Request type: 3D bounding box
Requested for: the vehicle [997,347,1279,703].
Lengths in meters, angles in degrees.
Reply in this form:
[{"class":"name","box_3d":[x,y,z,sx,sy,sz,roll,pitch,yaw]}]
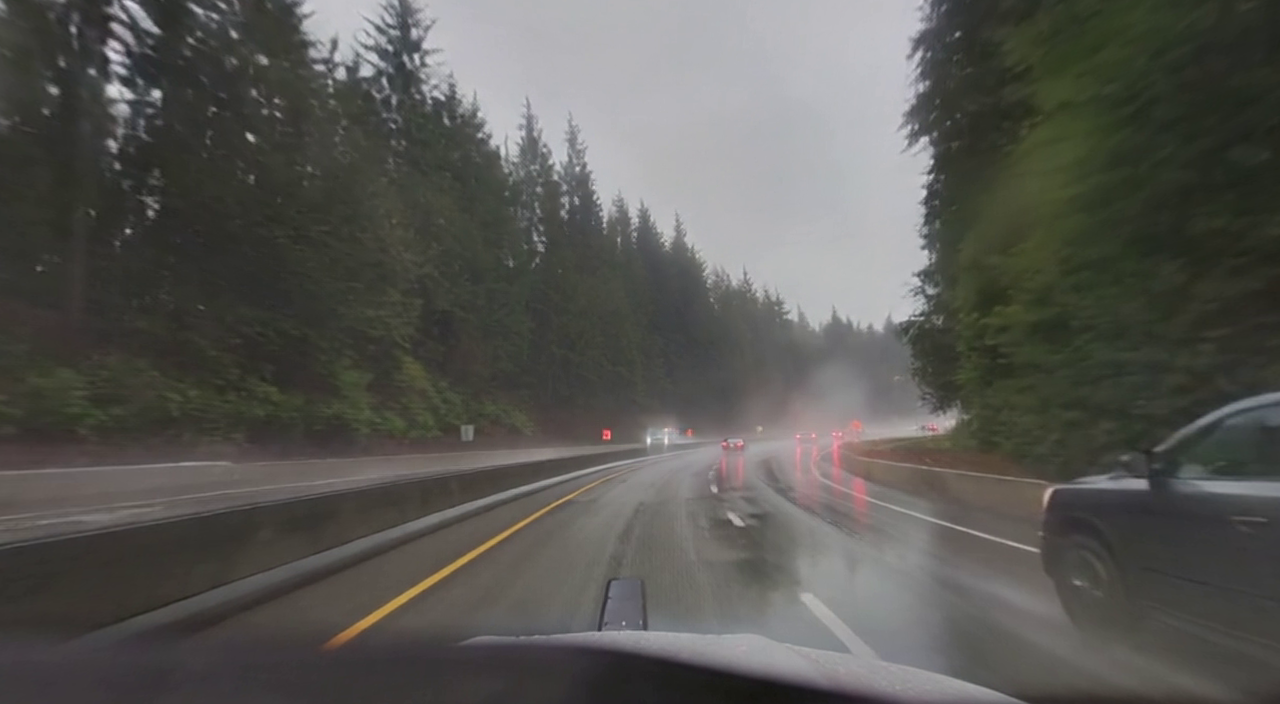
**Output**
[{"class":"vehicle","box_3d":[3.715,0.812,2.425,2.112,1.708,4.380,0,-8,0]}]
